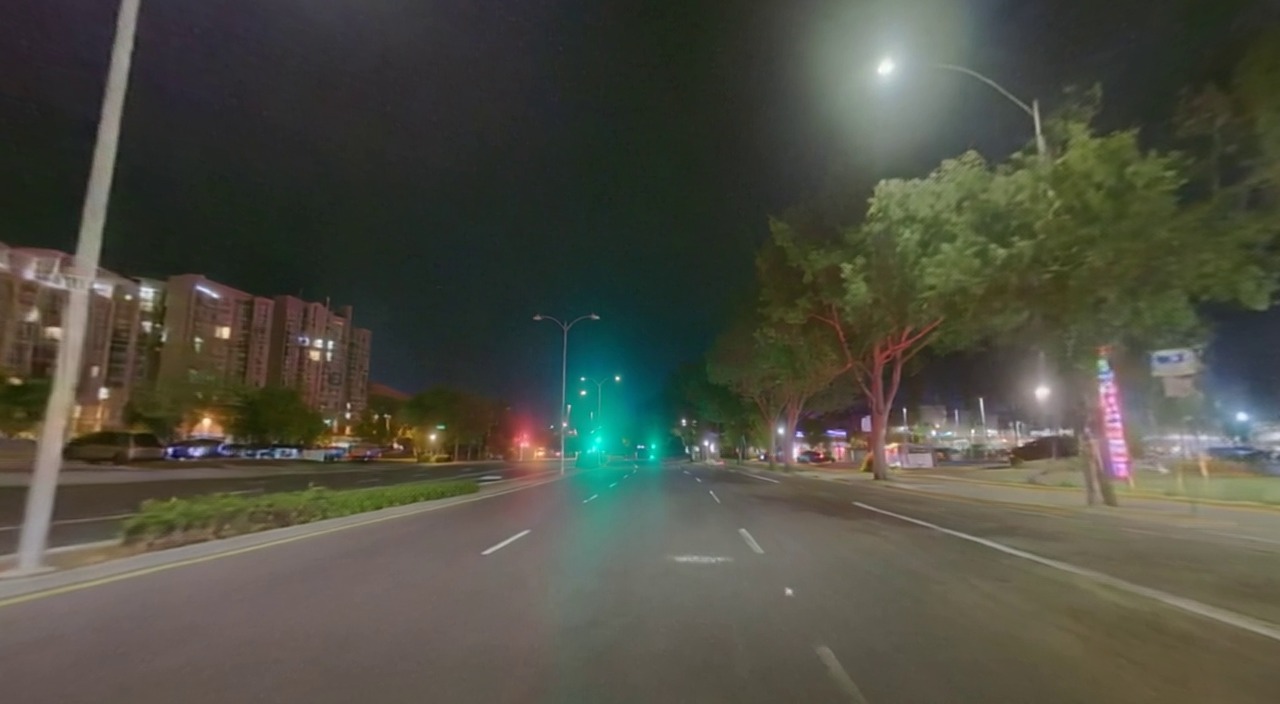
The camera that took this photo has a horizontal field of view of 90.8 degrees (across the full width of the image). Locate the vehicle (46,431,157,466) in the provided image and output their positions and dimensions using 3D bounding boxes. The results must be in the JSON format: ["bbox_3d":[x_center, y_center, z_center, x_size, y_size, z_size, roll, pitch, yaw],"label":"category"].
[{"bbox_3d":[-32.918,5.926,38.778,4.579,1.962,2.161,1,-9,-16],"label":"vehicle"}]
